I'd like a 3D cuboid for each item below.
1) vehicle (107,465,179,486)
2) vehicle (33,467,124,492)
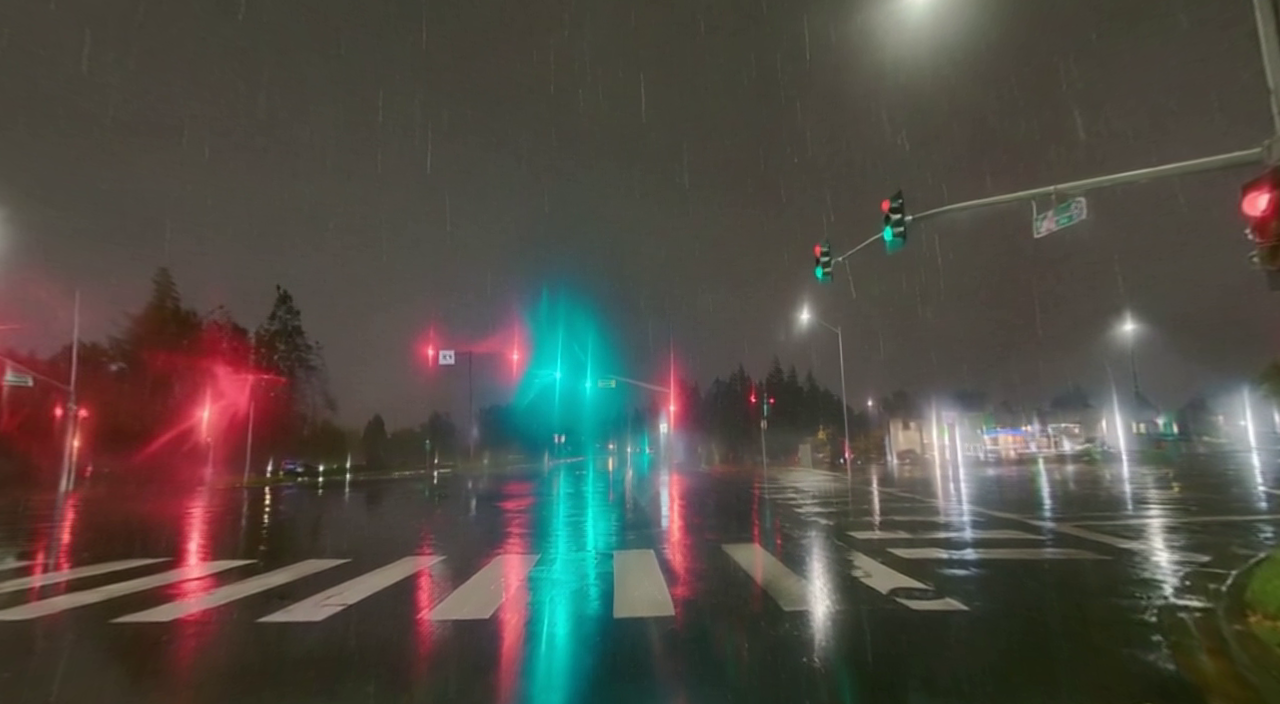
[{"bbox_3d":[-35.908,8.926,45.584,3.681,1.423,1.680,0,-8,0],"label":"vehicle"},{"bbox_3d":[-36.141,8.212,40.605,4.241,1.413,1.673,-1,-8,-1],"label":"vehicle"}]
